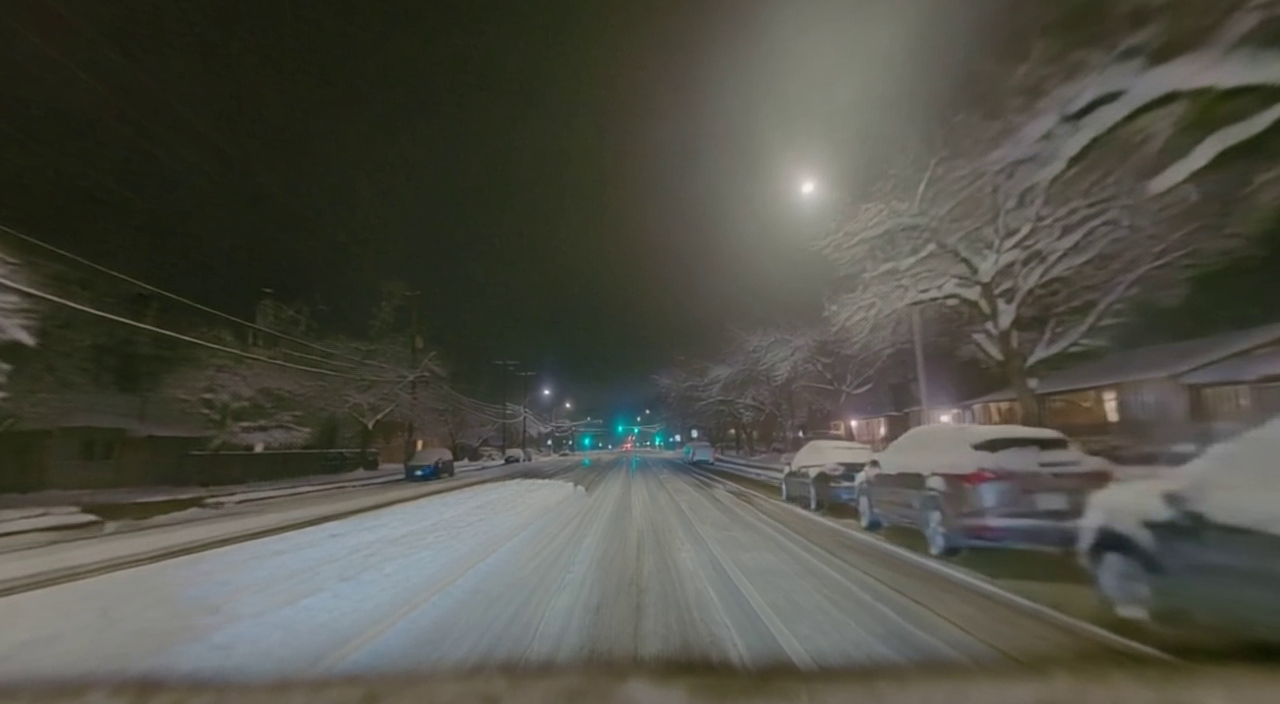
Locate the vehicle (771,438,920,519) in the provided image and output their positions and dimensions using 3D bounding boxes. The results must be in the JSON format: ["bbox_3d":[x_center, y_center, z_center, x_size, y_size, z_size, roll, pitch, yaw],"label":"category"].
[{"bbox_3d":[4.576,2.865,14.923,1.939,1.561,4.495,2,-8,-1],"label":"vehicle"}]

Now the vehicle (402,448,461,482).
[{"bbox_3d":[-12.477,6.749,38.154,2.034,1.646,4.808,-5,-7,-2],"label":"vehicle"}]

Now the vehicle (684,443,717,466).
[{"bbox_3d":[4.371,7.501,46.221,2.000,1.520,4.943,0,-9,0],"label":"vehicle"}]

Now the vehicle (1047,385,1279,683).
[{"bbox_3d":[4.587,0.960,2.841,1.917,1.664,5.490,3,-9,0],"label":"vehicle"}]
